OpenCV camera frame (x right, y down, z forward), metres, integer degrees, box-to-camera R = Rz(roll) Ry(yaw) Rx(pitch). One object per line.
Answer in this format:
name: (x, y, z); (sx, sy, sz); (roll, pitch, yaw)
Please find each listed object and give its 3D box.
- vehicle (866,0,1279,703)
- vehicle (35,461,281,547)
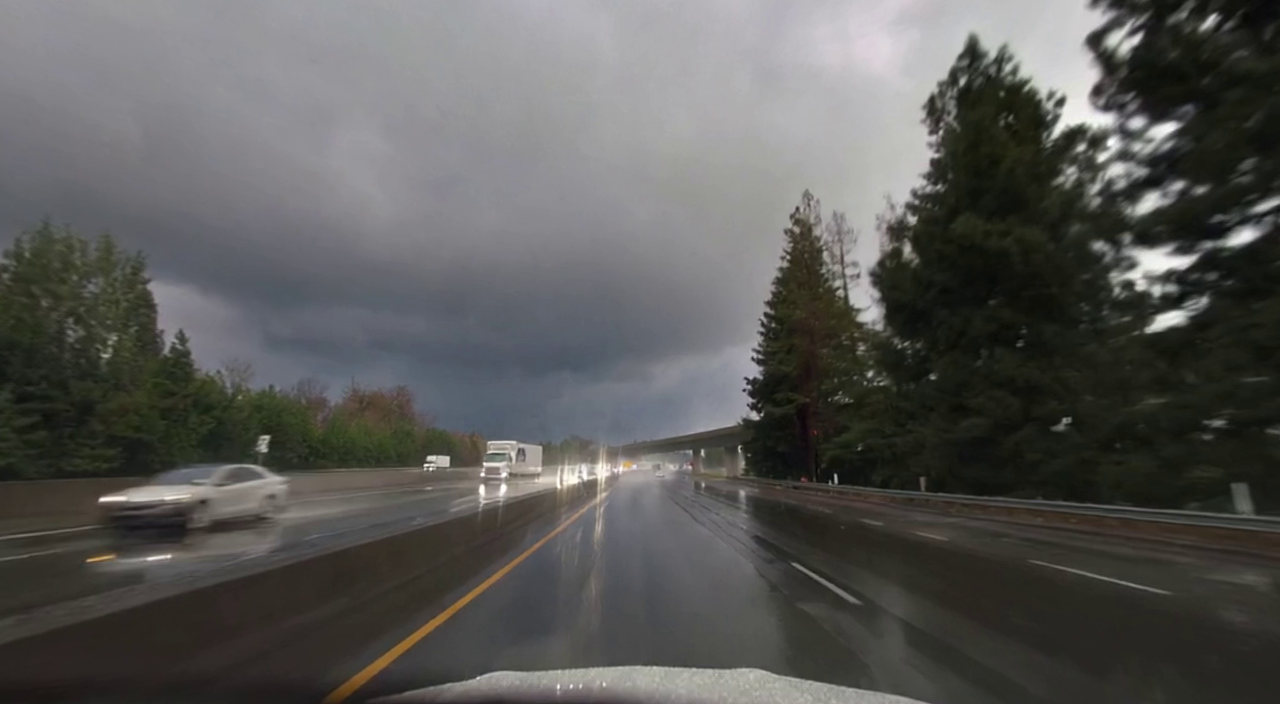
vehicle: (3.832, 0.070, 3.285); (3.013, 3.971, 5.739); (1, -10, 0)
vehicle: (-9.147, 2.895, 12.468); (1.816, 1.395, 3.822); (1, -10, -1)
